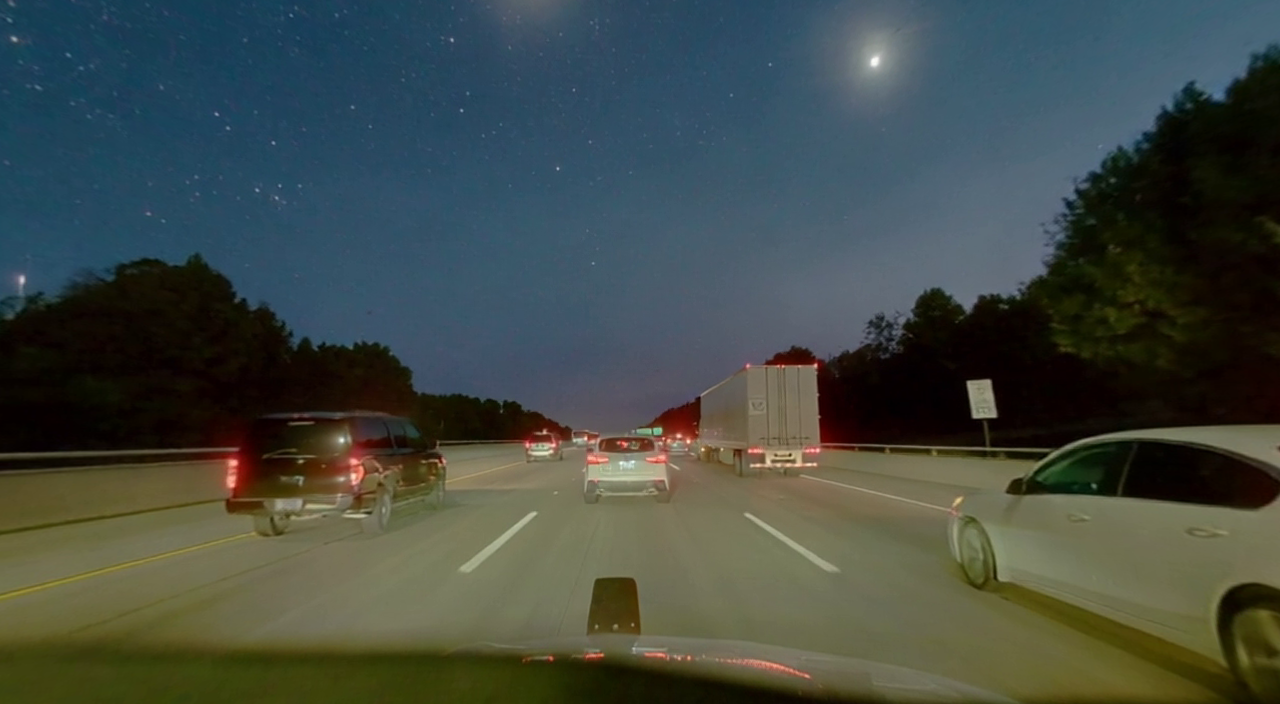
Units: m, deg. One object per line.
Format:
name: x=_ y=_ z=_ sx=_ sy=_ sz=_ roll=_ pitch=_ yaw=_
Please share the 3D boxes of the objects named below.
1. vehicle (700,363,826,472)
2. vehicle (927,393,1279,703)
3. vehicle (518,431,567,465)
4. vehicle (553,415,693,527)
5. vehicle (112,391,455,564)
vehicle: x=5.352 y=3.433 z=31.029 sx=2.888 sy=4.135 sz=14.071 roll=0 pitch=-8 yaw=-2
vehicle: x=3.554 y=1.049 z=3.561 sx=1.951 sy=1.477 sz=3.963 roll=0 pitch=-8 yaw=0
vehicle: x=-5.010 y=4.975 z=32.913 sx=1.971 sy=1.648 sz=3.983 roll=0 pitch=-8 yaw=0
vehicle: x=-0.293 y=2.037 z=11.368 sx=2.083 sy=1.647 sz=3.799 roll=0 pitch=-8 yaw=-2
vehicle: x=-4.360 y=1.611 z=8.884 sx=2.101 sy=1.767 sz=4.702 roll=0 pitch=-8 yaw=-1
